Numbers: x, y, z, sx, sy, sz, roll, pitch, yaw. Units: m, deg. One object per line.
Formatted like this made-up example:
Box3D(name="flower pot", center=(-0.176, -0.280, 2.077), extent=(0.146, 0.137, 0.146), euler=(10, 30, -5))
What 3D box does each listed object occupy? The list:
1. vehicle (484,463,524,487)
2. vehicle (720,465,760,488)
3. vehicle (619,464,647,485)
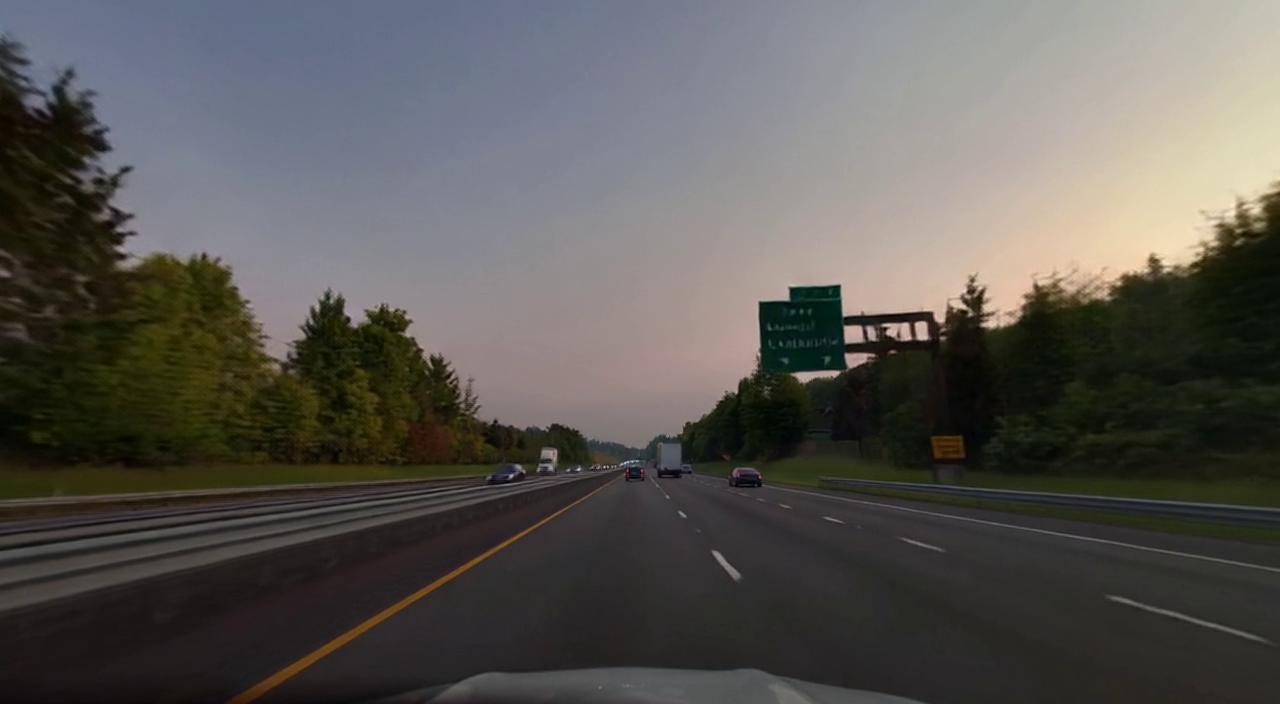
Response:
Box3D(name="vehicle", center=(-9.529, 8.659, 44.432), extent=(1.910, 1.532, 4.251), euler=(1, -10, 0))
Box3D(name="vehicle", center=(7.046, 8.800, 44.710), extent=(1.977, 1.494, 4.311), euler=(1, -10, -2))
Box3D(name="vehicle", center=(-0.546, 9.172, 47.134), extent=(2.025, 1.452, 3.927), euler=(1, -10, -1))
